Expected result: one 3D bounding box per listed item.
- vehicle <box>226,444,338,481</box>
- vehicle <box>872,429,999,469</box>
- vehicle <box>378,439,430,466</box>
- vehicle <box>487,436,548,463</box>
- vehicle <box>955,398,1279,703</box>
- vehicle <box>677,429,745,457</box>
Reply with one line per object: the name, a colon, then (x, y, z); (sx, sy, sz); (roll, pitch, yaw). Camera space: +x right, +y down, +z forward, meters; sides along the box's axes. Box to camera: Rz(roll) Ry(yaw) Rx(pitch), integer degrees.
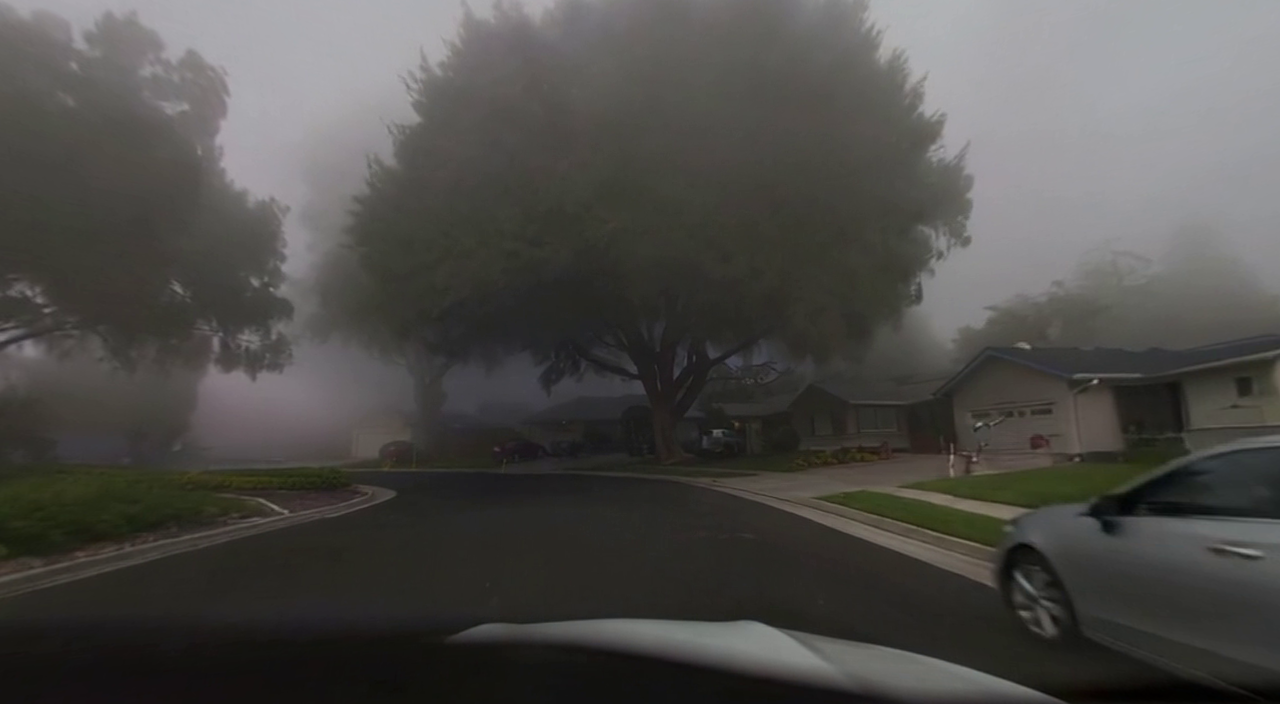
vehicle: (-16.911, 5.201, 29.791); (4.330, 1.657, 2.037); (-3, -9, 15)
vehicle: (11.374, 3.718, 24.277); (4.252, 1.429, 1.907); (3, -9, -20)
vehicle: (-17.637, 7.505, 47.272); (1.987, 1.484, 4.477); (-1, -3, 4)
vehicle: (-8.526, 6.846, 44.367); (2.064, 1.758, 5.132); (-3, -9, 16)
vehicle: (3.441, 0.914, 2.335); (1.998, 1.489, 4.722); (0, -9, -1)
vehicle: (4.900, 6.246, 42.899); (2.208, 1.773, 5.065); (-7, -11, 39)
